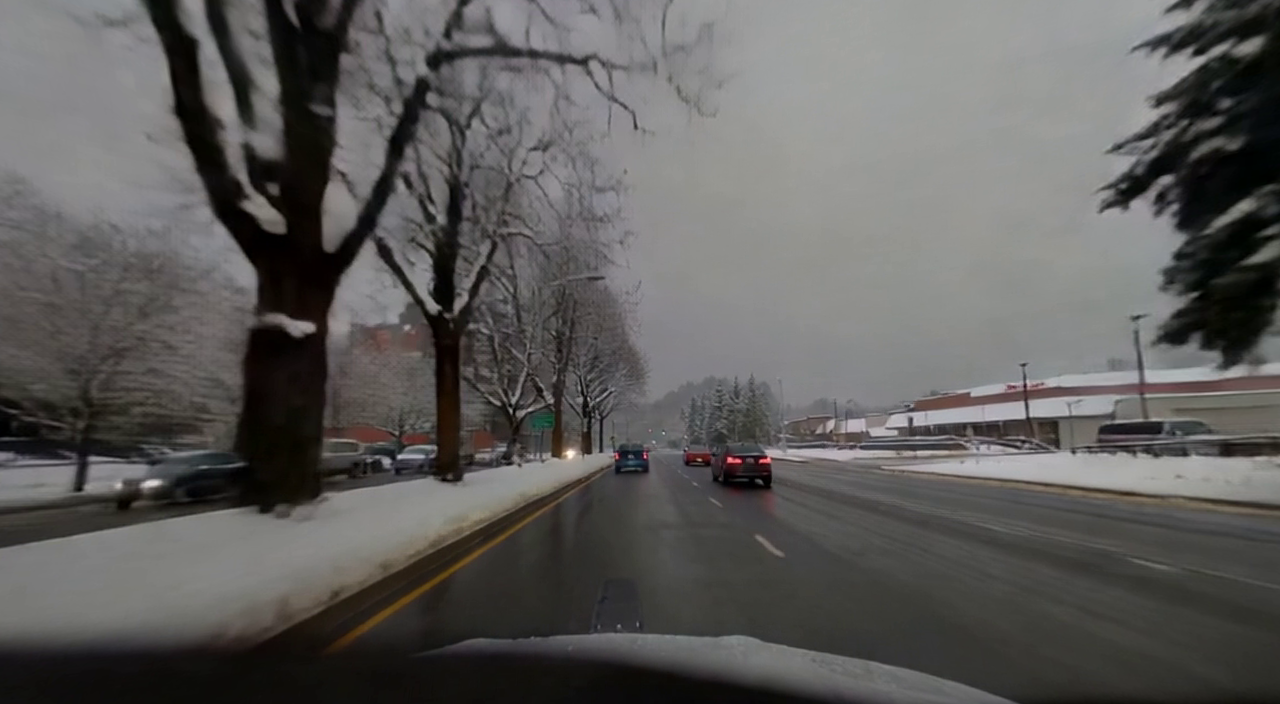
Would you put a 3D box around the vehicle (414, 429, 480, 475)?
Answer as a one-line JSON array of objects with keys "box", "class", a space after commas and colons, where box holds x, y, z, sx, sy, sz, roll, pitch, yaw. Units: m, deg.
[{"box": [-12.005, 6.249, 39.730, 2.263, 2.542, 5.913, -2, -8, 0], "class": "vehicle"}]

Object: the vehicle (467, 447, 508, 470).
[{"box": [-11.463, 8.025, 47.820, 2.048, 1.470, 4.514, -2, -8, -1], "class": "vehicle"}]

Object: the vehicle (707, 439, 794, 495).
[{"box": [3.198, 3.410, 19.094, 1.852, 1.498, 3.825, 0, -9, -1], "class": "vehicle"}]

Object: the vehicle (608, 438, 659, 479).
[{"box": [-0.249, 4.713, 28.174, 2.101, 1.694, 3.979, -1, -9, 1], "class": "vehicle"}]

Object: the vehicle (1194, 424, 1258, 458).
[{"box": [35.759, 5.425, 38.492, 5.424, 1.947, 2.071, 7, -11, -41], "class": "vehicle"}]

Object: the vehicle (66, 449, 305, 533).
[{"box": [-9.222, 2.801, 13.424, 1.850, 1.447, 4.436, 0, -9, -1], "class": "vehicle"}]

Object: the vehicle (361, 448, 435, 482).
[{"box": [-11.968, 5.594, 31.624, 1.923, 1.502, 4.422, -1, -9, 0], "class": "vehicle"}]

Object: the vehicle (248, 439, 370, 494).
[{"box": [-12.328, 4.271, 23.987, 2.021, 1.817, 4.740, -1, -9, 1], "class": "vehicle"}]
